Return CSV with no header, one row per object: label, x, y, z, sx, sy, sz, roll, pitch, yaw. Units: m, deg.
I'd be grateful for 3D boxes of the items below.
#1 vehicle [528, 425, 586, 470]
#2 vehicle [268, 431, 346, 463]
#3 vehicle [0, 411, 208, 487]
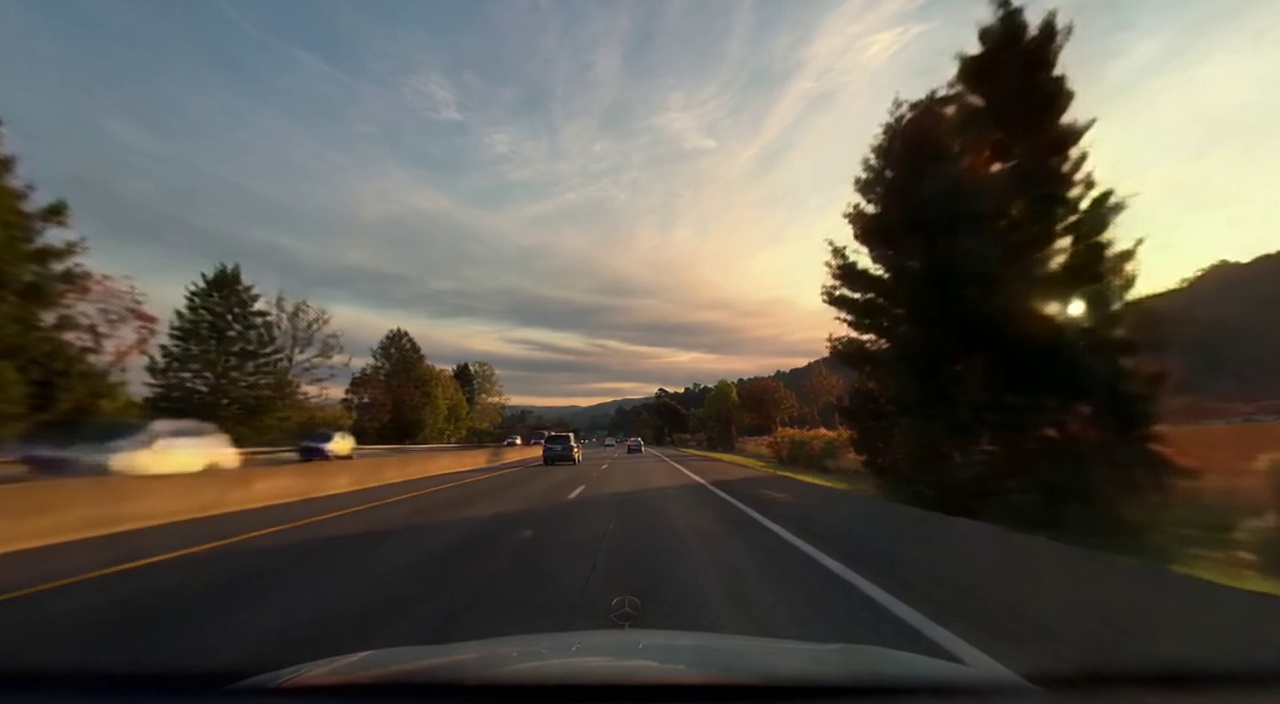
vehicle,-3.954,4.687,30.996,2.241,2.034,4.890,0,-8,-1
vehicle,-16.969,4.862,32.314,1.797,1.511,4.127,0,-8,-1
vehicle,-12.751,2.295,15.032,1.887,1.536,4.163,0,-8,-1
